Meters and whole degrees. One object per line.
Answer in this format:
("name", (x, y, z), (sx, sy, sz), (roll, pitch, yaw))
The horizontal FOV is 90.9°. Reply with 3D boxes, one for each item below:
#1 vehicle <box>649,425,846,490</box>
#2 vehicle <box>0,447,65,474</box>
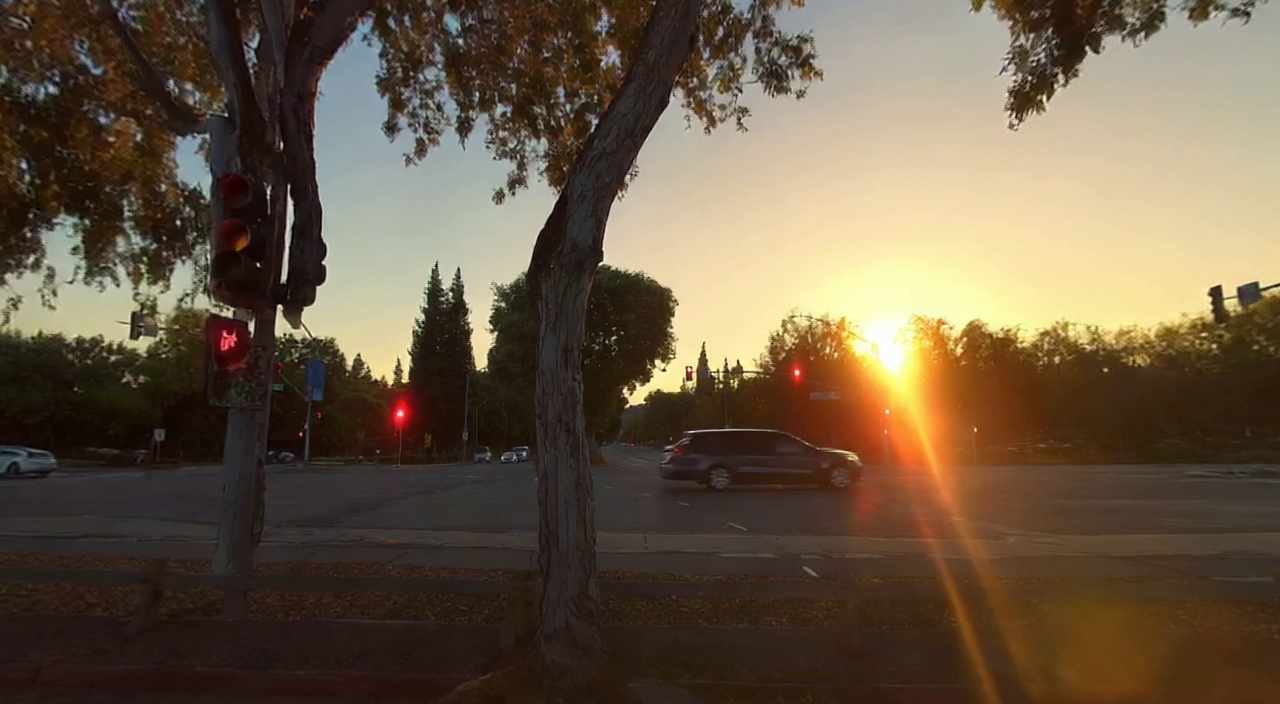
("vehicle", (2.853, 2.934, 17.692), (5.155, 1.686, 1.937), (-1, -8, 2))
("vehicle", (-36.622, 6.271, 36.470), (4.975, 1.482, 1.814), (-1, -9, 2))
